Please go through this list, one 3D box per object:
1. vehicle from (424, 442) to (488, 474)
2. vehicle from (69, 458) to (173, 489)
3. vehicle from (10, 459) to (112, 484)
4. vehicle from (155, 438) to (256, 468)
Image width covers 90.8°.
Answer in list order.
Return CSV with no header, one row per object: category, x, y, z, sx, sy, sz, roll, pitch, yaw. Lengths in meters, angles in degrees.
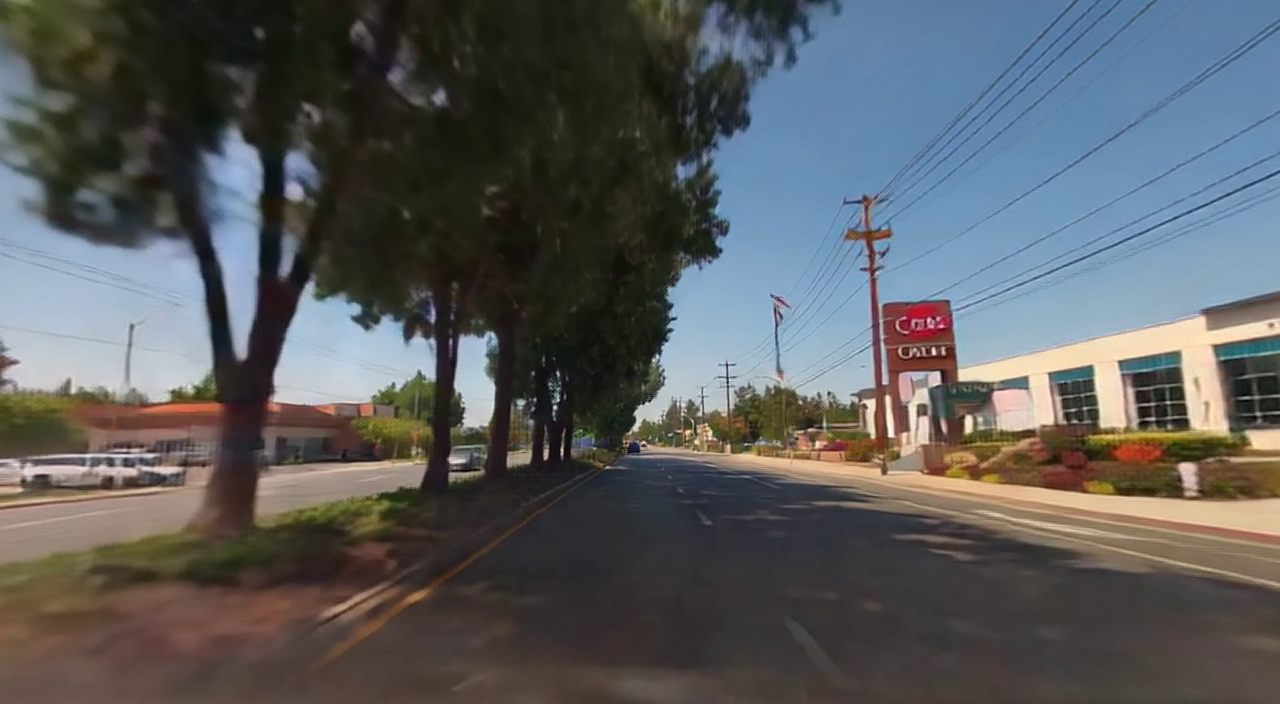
vehicle,-9.353,5.425,32.559,1.900,1.488,4.675,0,-8,0
vehicle,-29.725,6.962,36.247,4.377,1.520,1.843,-2,-8,2
vehicle,-37.744,7.798,41.310,1.864,1.501,4.419,-4,-11,29
vehicle,-29.776,6.935,43.449,5.145,1.979,2.281,0,-8,-3
